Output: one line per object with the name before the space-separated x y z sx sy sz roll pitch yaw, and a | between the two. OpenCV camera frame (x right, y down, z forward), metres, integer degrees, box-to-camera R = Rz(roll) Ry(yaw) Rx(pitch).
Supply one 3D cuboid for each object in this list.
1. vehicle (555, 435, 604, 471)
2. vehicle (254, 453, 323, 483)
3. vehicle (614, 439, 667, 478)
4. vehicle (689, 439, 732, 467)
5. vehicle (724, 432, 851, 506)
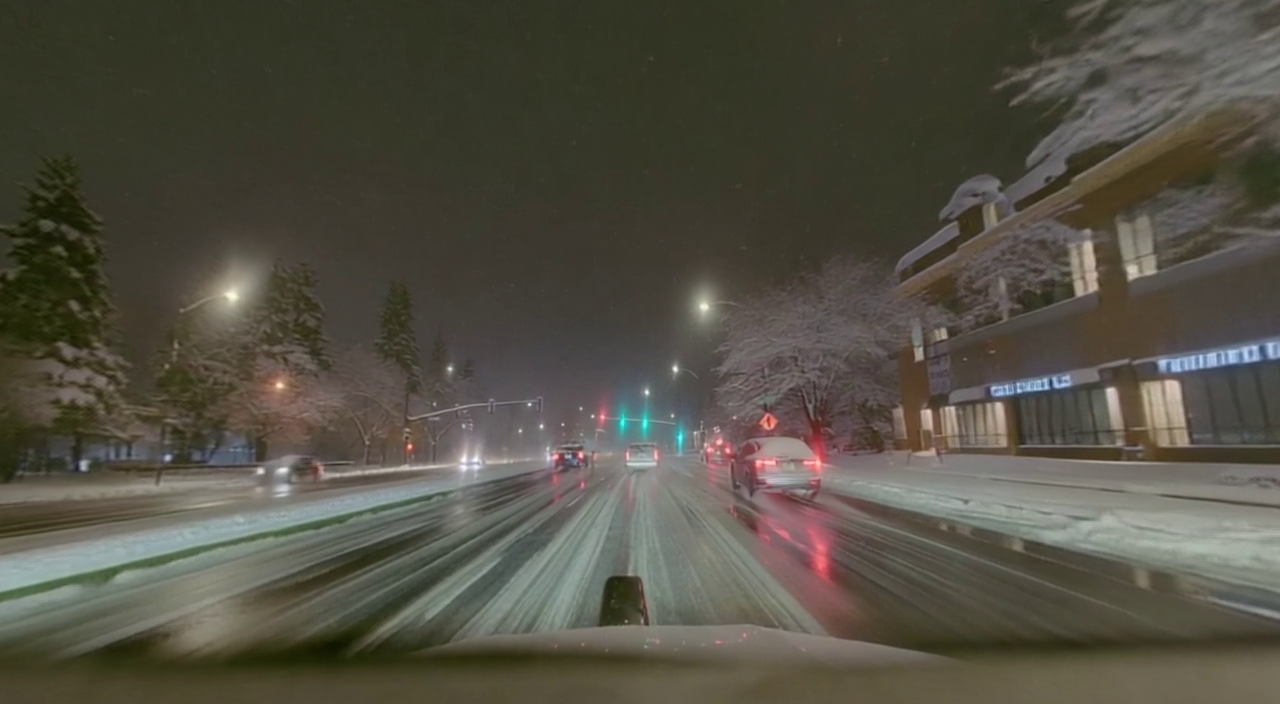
vehicle | -3.108 5.253 33.073 2.023 1.720 4.452 -1 -8 2
vehicle | -22.649 7.475 40.817 1.898 1.743 4.365 -1 -8 1
vehicle | 0.082 4.233 25.304 1.971 1.433 3.923 -1 -8 2
vehicle | 3.934 5.741 36.025 1.913 1.463 4.198 0 -8 -1
vehicle | 3.308 2.715 15.084 1.948 1.474 4.360 0 -8 0
